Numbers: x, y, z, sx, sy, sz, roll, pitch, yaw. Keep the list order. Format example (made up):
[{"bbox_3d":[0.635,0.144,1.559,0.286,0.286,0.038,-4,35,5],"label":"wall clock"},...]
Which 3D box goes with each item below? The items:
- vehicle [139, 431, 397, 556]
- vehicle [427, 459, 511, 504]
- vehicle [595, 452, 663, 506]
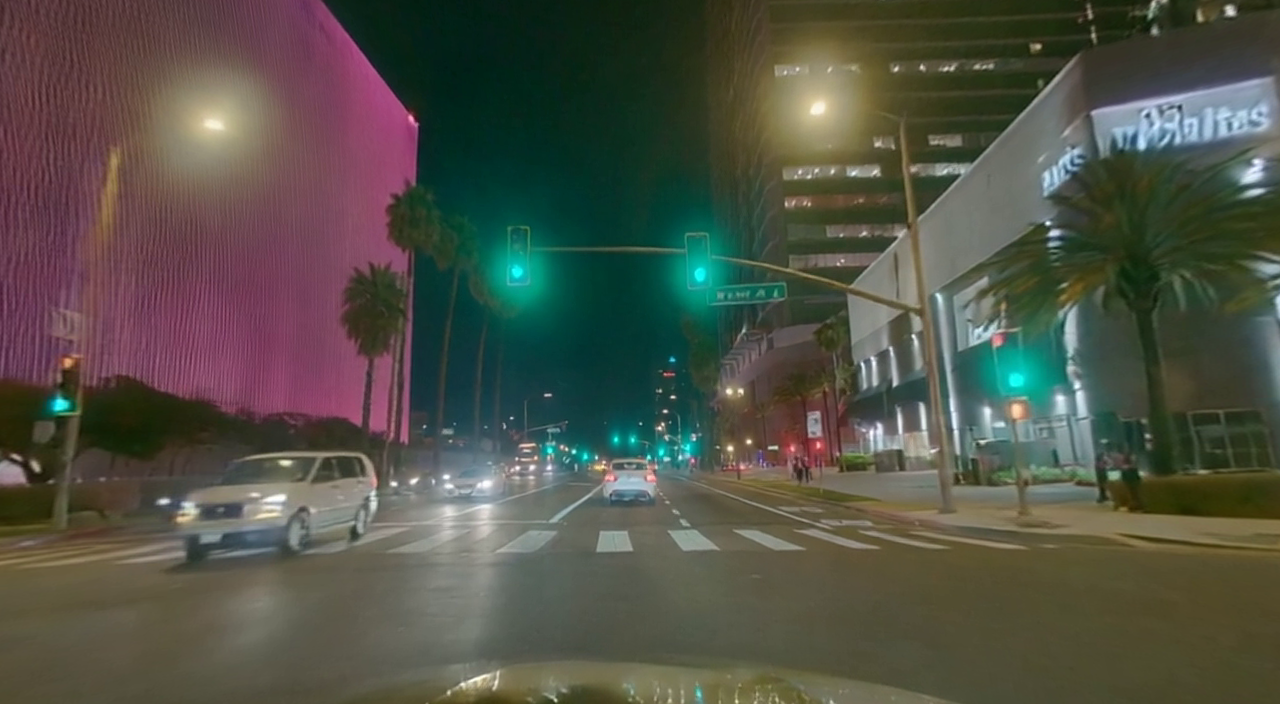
[{"bbox_3d":[-6.668,2.560,12.140,2.070,1.893,4.738,0,-9,0],"label":"vehicle"},{"bbox_3d":[-6.413,4.884,24.168,1.951,1.476,4.452,0,-9,1],"label":"vehicle"},{"bbox_3d":[-0.380,4.294,21.729,2.145,1.632,3.972,0,-9,-1],"label":"vehicle"}]
